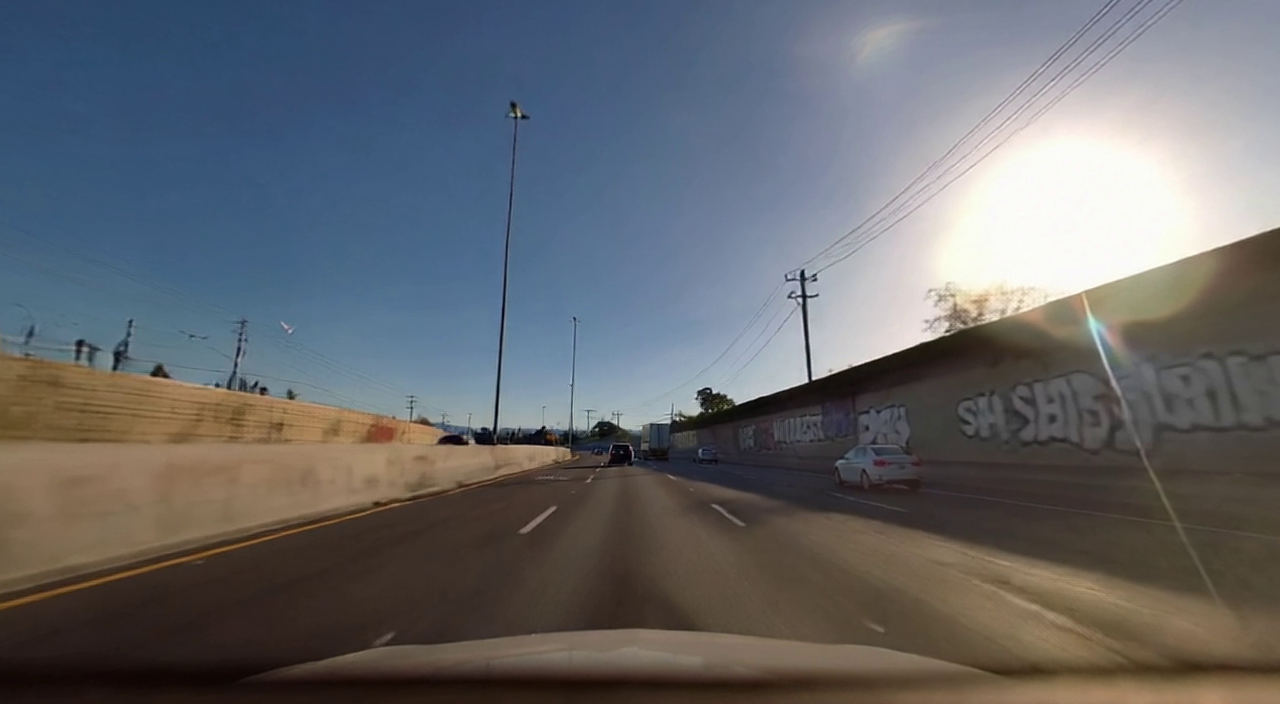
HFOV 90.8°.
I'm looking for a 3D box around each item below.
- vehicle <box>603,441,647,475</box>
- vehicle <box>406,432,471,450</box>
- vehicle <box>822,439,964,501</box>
[{"bbox_3d":[-0.803,5.560,33.284,2.191,1.685,3.353,0,-9,-1],"label":"vehicle"},{"bbox_3d":[-10.113,4.535,31.989,1.953,0.845,4.123,0,-9,0],"label":"vehicle"},{"bbox_3d":[7.004,3.300,18.143,2.032,1.525,4.631,0,-9,-1],"label":"vehicle"}]
